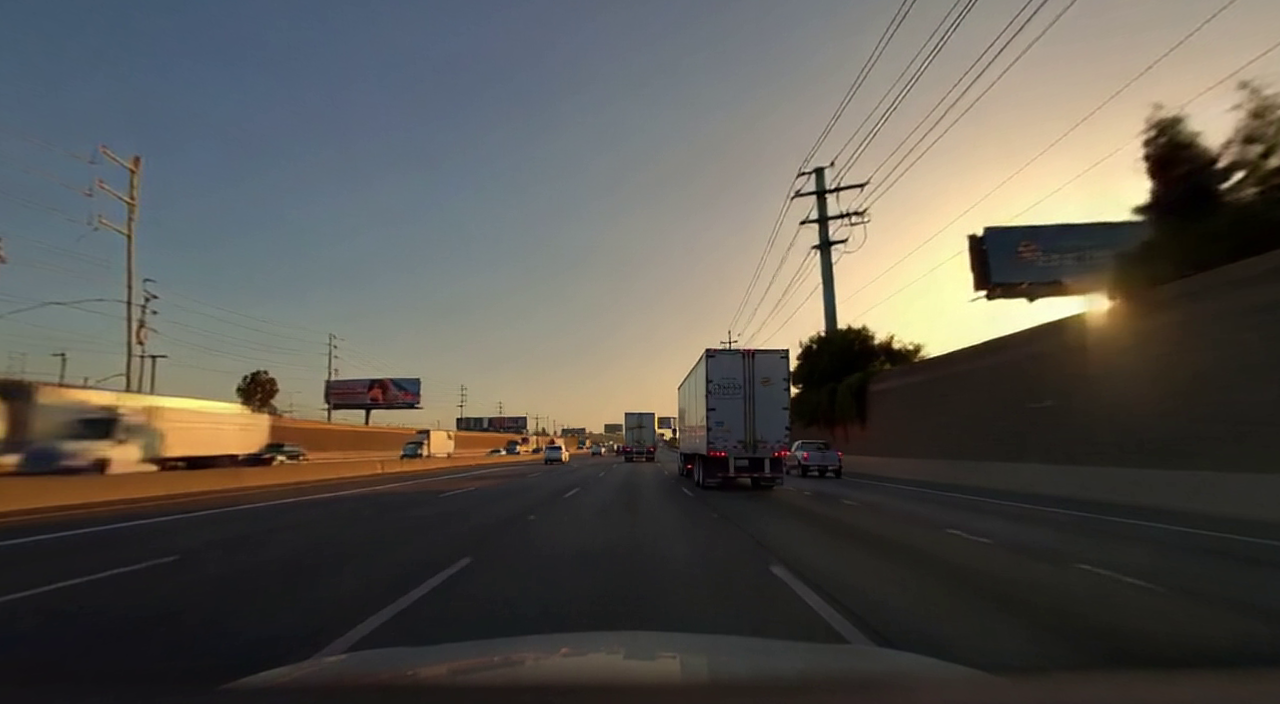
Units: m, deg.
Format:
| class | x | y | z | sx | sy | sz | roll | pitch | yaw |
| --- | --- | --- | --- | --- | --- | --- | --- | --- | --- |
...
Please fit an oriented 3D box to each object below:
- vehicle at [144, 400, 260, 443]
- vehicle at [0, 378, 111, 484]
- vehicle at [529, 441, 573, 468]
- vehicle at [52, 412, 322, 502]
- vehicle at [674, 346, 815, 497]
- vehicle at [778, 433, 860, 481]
| class | x | y | z | sx | sy | sz | roll | pitch | yaw |
| --- | --- | --- | --- | --- | --- | --- | --- | --- | --- |
| vehicle | -20.907 | 3.439 | 30.526 | 2.008 | 1.858 | 4.938 | -1 | -9 | 1 |
| vehicle | -24.803 | 2.965 | 23.539 | 3.057 | 3.802 | 8.100 | 0 | -9 | 0 |
| vehicle | -6.849 | 7.925 | 49.223 | 2.425 | 1.917 | 5.647 | -1 | -9 | 2 |
| vehicle | -20.893 | 5.079 | 31.283 | 2.971 | 3.403 | 13.948 | -1 | -9 | 1 |
| vehicle | 3.322 | 3.156 | 25.804 | 2.892 | 4.152 | 16.575 | 0 | -9 | 0 |
| vehicle | 7.550 | 4.490 | 27.219 | 2.115 | 1.844 | 4.522 | 0 | -9 | -1 |
